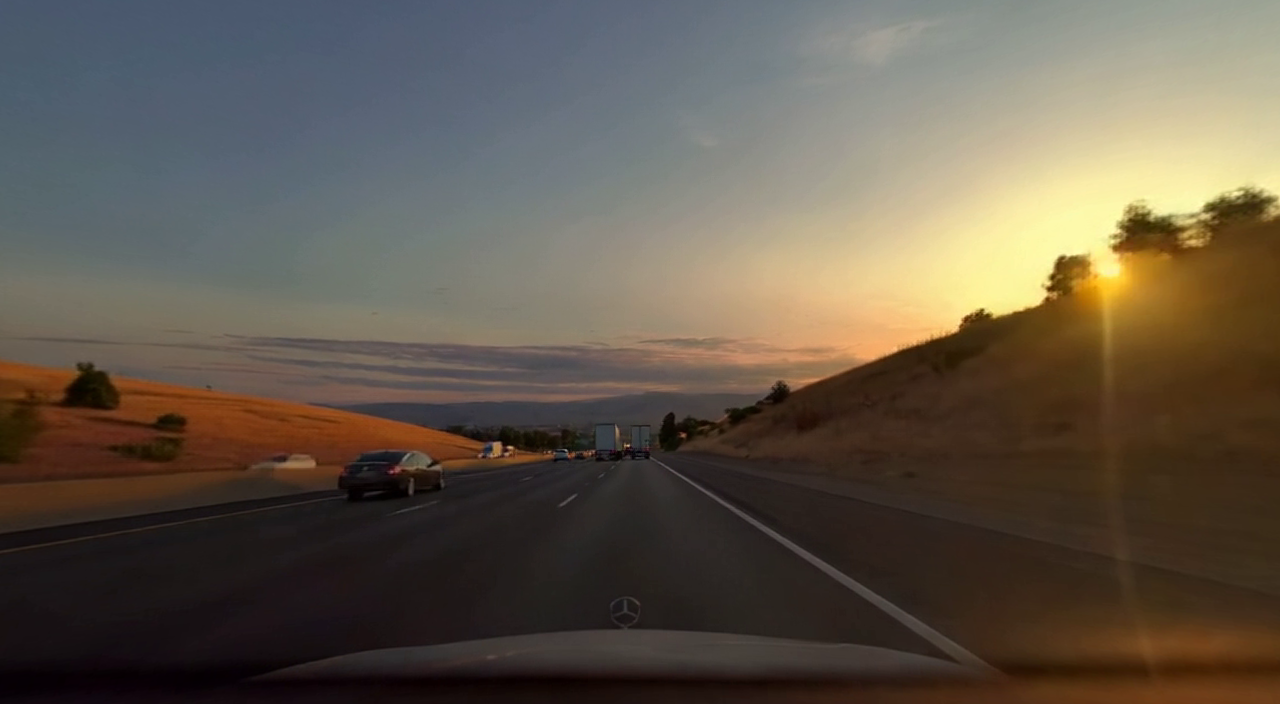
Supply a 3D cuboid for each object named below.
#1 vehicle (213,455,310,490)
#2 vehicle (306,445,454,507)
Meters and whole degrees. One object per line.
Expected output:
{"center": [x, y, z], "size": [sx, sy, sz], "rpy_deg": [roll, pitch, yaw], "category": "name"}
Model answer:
{"center": [-17.445, 5.553, 29.345], "size": [1.830, 1.441, 4.274], "rpy_deg": [0, -9, 0], "category": "vehicle"}
{"center": [-7.008, 3.377, 17.746], "size": [2.036, 1.474, 5.011], "rpy_deg": [0, -9, 0], "category": "vehicle"}
